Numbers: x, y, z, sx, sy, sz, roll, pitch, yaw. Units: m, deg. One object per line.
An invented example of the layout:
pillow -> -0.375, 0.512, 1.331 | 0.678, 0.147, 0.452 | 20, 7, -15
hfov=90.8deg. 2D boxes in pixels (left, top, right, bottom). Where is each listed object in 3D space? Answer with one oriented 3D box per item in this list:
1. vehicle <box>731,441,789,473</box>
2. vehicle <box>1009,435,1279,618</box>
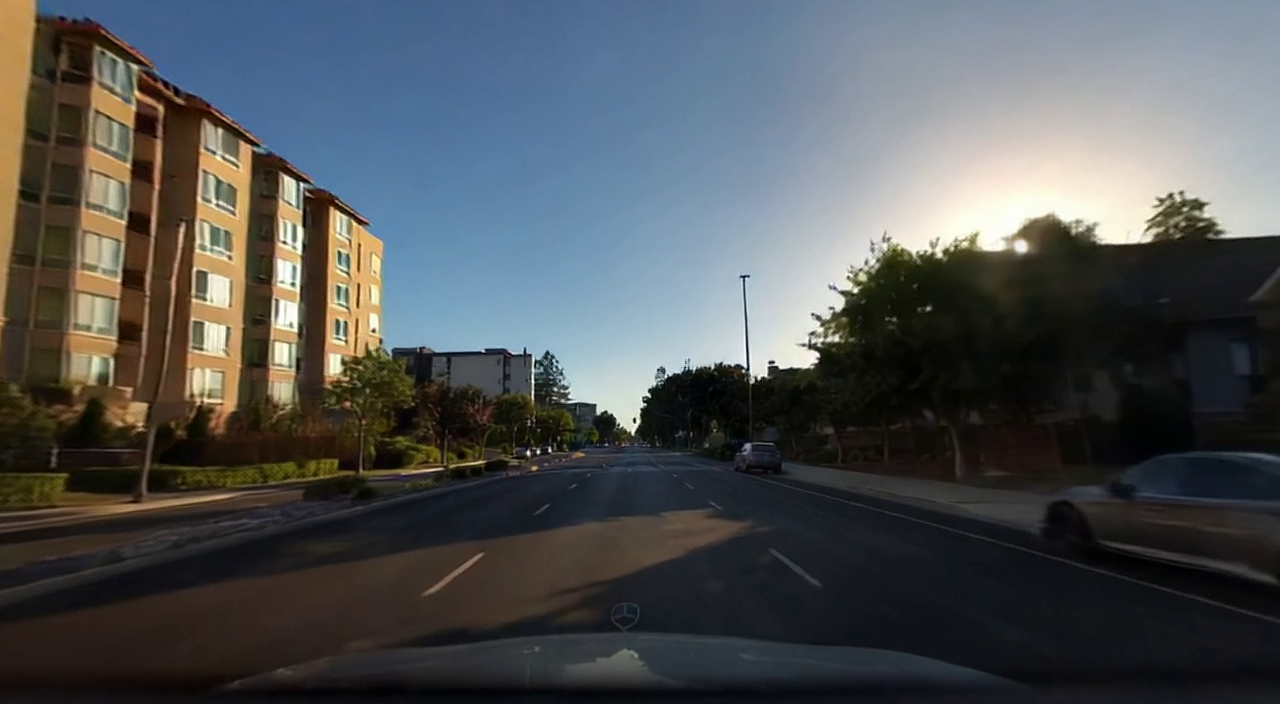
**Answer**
vehicle -> 6.259, 5.532, 33.507 | 1.948, 1.526, 4.518 | 0, -9, -3
vehicle -> 6.168, 1.589, 6.295 | 1.944, 1.478, 4.885 | 0, -8, -1
